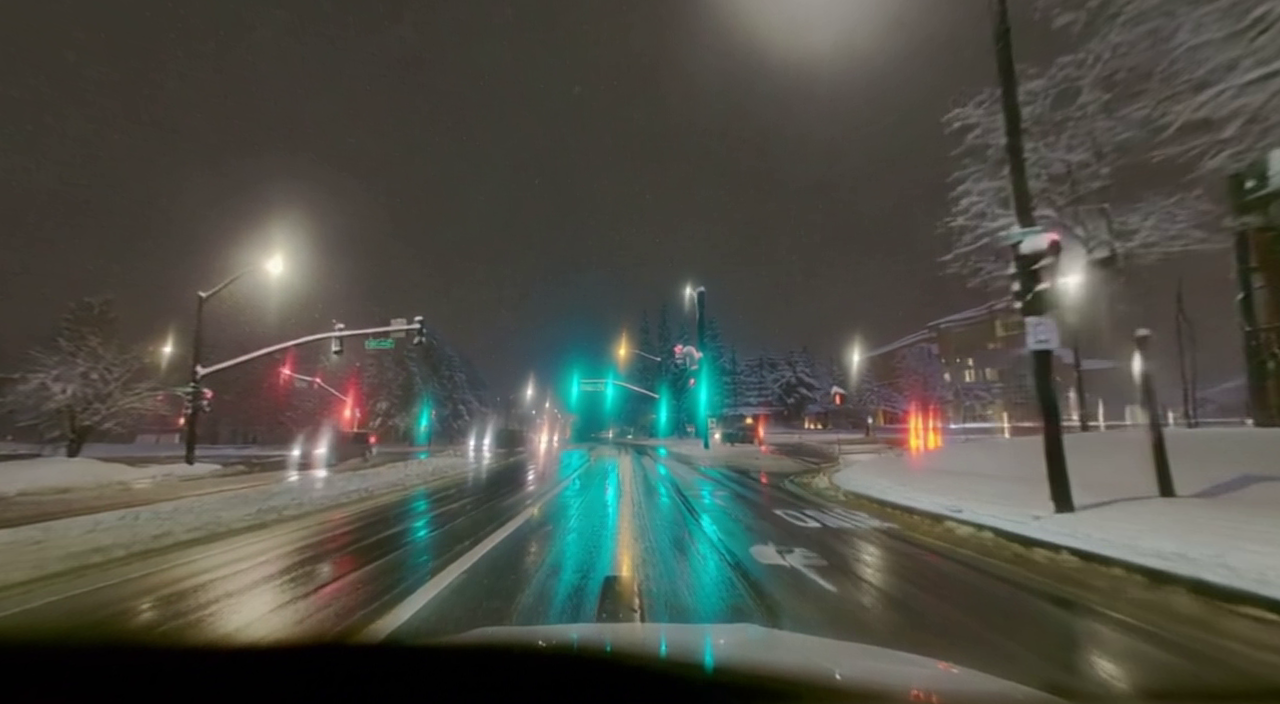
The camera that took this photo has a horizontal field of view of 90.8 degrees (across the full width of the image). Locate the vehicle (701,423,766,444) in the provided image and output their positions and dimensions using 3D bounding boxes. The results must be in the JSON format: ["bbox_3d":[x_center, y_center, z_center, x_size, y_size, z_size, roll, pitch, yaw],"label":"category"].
[{"bbox_3d":[7.260,6.354,49.105,4.572,1.599,1.938,2,-8,-14],"label":"vehicle"}]

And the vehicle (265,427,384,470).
[{"bbox_3d":[-12.852,3.955,26.117,2.111,1.598,4.359,-2,-8,11],"label":"vehicle"}]

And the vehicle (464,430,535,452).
[{"bbox_3d":[-9.904,6.321,44.850,1.912,1.500,4.577,-8,-11,43],"label":"vehicle"}]
